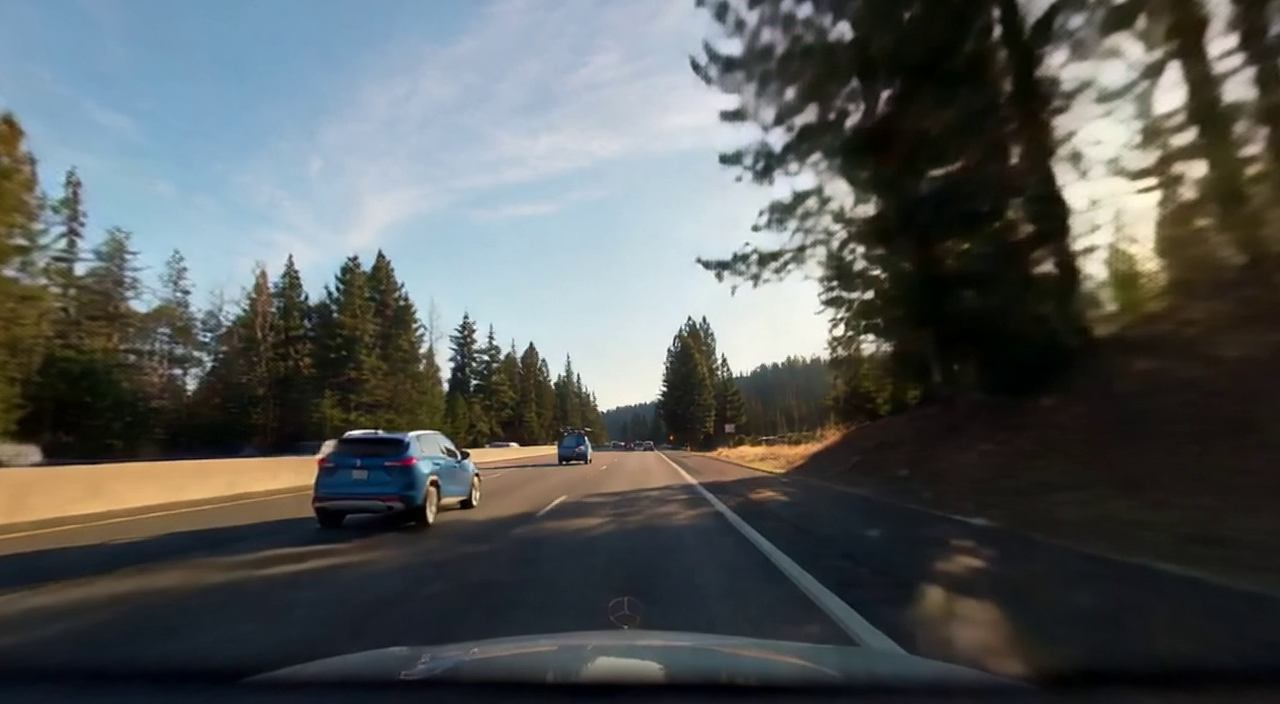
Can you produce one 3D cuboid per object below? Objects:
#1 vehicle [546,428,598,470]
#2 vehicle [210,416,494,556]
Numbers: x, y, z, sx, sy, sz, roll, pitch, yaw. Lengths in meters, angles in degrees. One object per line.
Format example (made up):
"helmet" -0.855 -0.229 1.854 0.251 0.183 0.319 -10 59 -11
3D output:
"vehicle" -3.656 5.322 34.578 2.241 2.095 4.985 0 -8 1
"vehicle" -3.855 1.874 9.589 2.053 1.589 4.671 0 -8 1
